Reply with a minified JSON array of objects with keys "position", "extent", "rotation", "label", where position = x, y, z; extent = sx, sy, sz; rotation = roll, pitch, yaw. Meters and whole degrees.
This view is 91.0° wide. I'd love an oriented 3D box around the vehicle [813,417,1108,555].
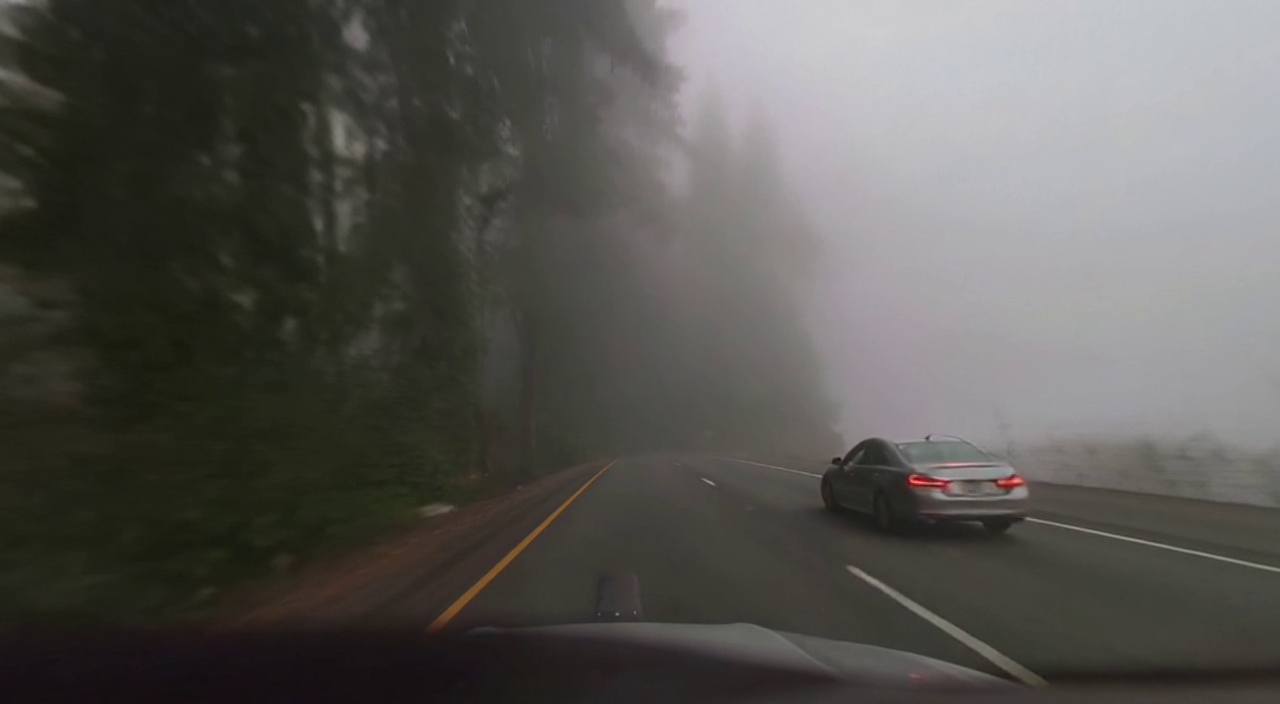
[{"position":[4.276,1.844,9.511],"extent":[1.905,1.525,4.719],"rotation":[0,-8,-1],"label":"vehicle"}]
